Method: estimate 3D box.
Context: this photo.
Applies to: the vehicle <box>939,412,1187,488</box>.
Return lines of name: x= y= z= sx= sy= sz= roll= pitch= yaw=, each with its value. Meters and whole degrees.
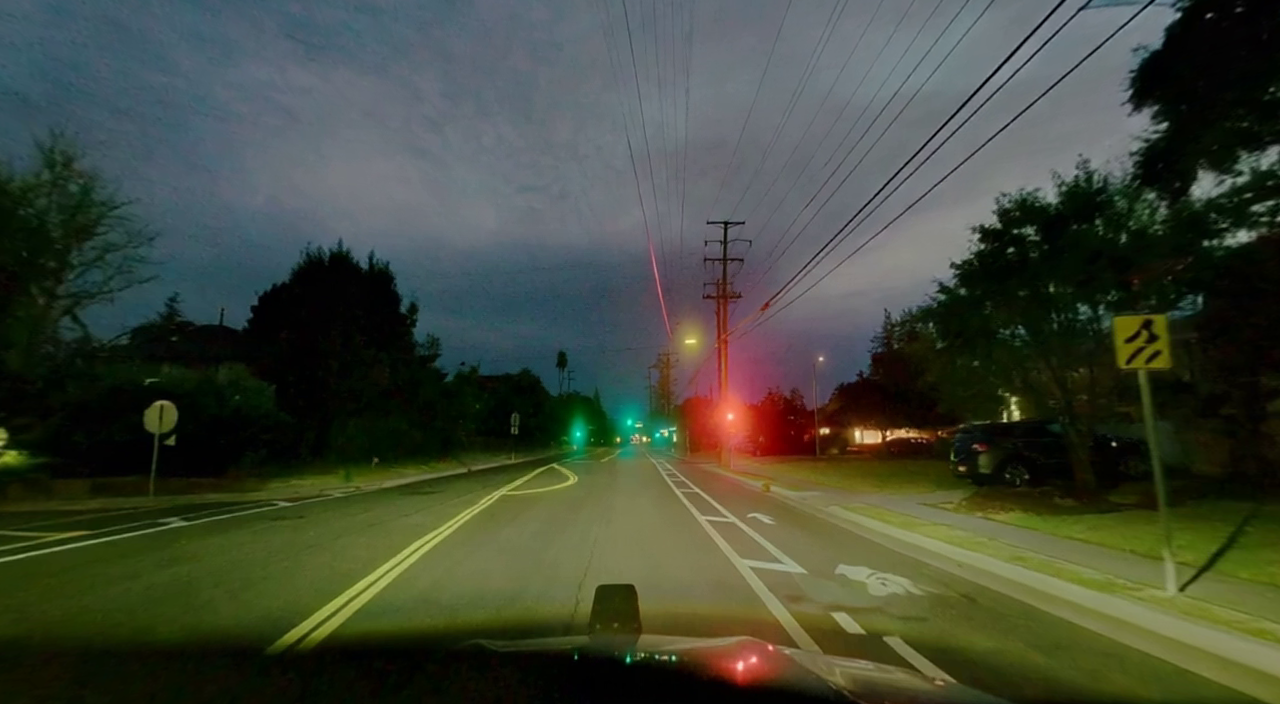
vehicle: x=10.875 y=2.569 z=16.545 sx=4.760 sy=1.808 sz=2.402 roll=0 pitch=-9 yaw=-2

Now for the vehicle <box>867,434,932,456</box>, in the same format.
vehicle: x=20.180 y=7.231 z=49.068 sx=3.943 sy=1.664 sz=2.391 roll=0 pitch=-8 yaw=-2
